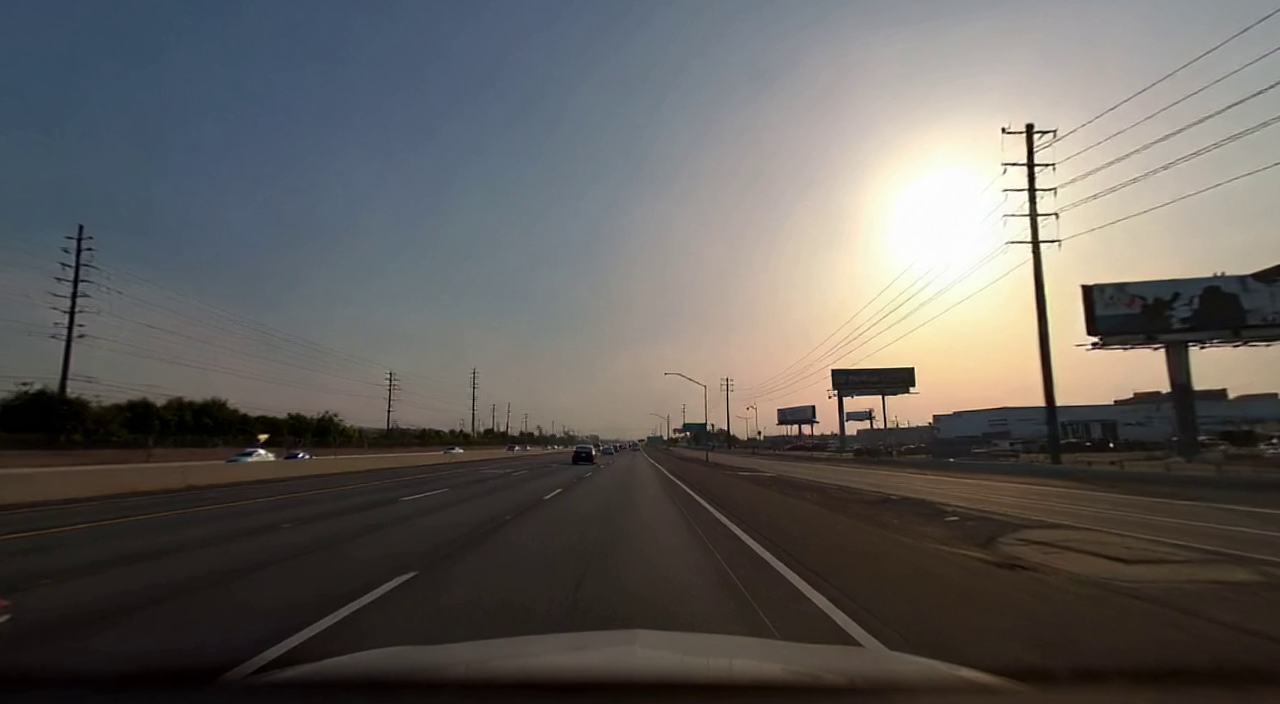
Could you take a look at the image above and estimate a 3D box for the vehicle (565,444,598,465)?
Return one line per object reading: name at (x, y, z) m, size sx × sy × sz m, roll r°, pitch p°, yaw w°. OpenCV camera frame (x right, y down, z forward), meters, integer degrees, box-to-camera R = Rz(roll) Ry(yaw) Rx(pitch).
vehicle at (-4.204, 7.427, 45.950) m, size 1.940 × 1.479 × 4.545 m, roll 0°, pitch -9°, yaw 0°
